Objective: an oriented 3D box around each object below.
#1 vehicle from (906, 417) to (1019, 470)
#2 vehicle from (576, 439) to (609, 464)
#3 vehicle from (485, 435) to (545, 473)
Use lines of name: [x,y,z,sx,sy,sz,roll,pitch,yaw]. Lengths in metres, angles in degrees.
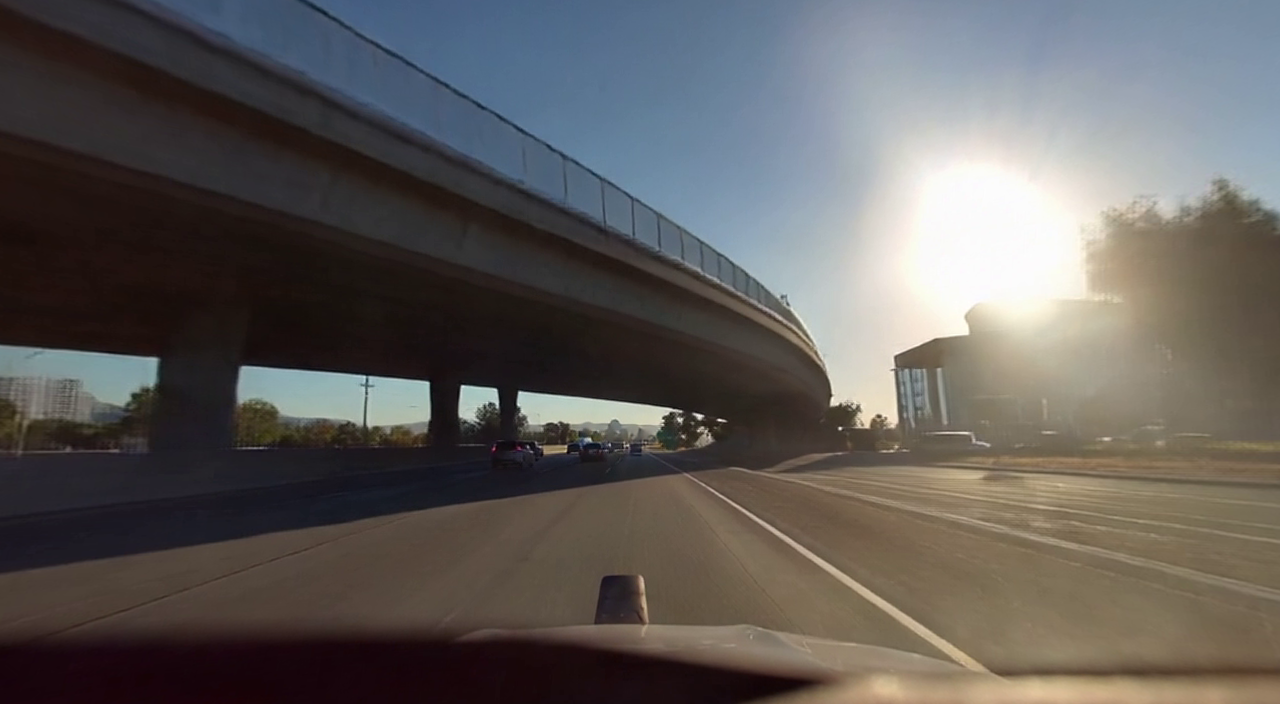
vehicle: [19.677,5.705,39.133,2.873,2.907,6.459,2,-9,-8]
vehicle: [-3.344,7.072,45.106,2.027,1.697,4.307,0,-8,1]
vehicle: [-6.329,5.219,32.464,2.015,1.762,4.790,0,-8,1]
